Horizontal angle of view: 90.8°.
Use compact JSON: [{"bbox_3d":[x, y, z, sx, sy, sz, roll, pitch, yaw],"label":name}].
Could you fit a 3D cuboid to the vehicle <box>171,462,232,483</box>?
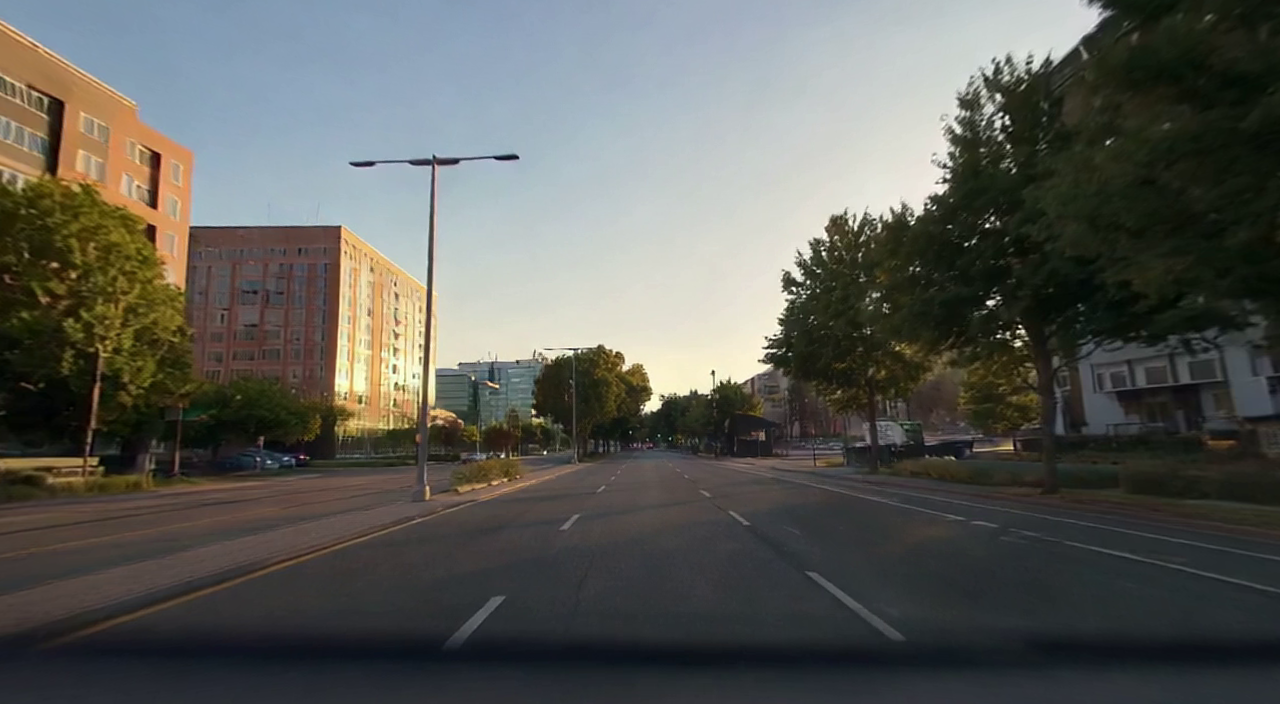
[{"bbox_3d":[-34.435,9.452,49.760,1.569,1.422,4.542,1,-8,0],"label":"vehicle"}]
